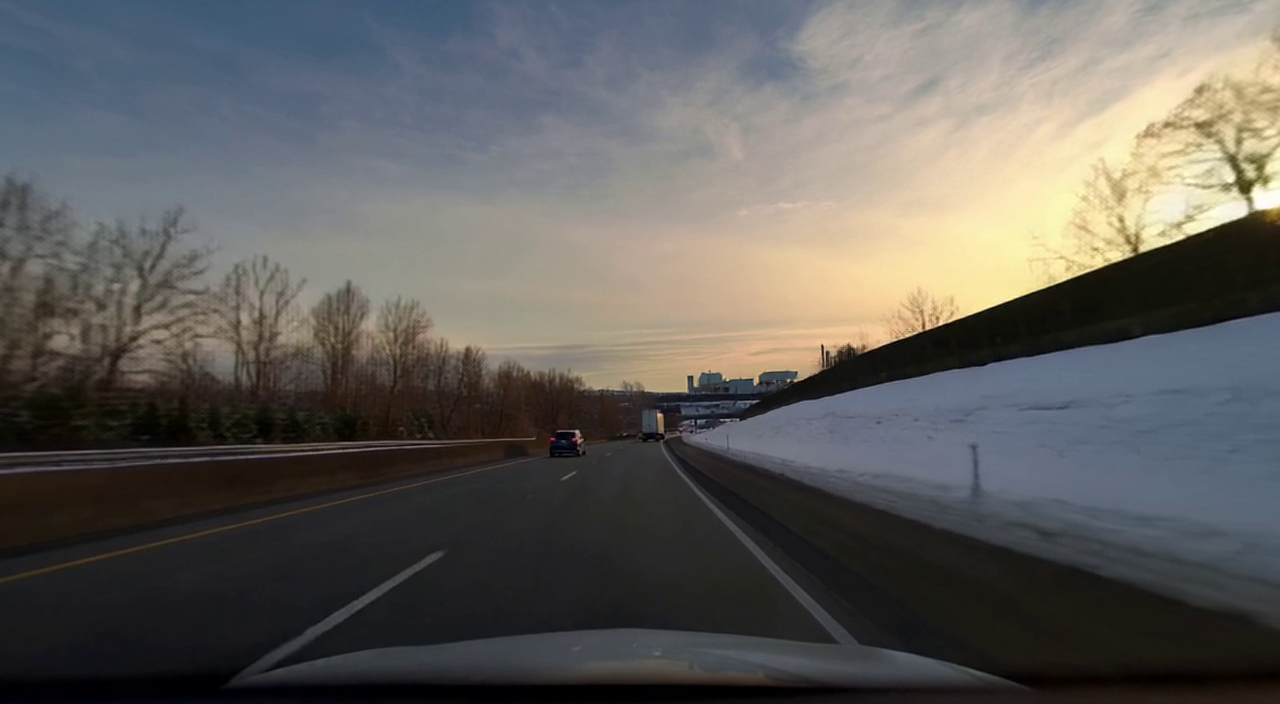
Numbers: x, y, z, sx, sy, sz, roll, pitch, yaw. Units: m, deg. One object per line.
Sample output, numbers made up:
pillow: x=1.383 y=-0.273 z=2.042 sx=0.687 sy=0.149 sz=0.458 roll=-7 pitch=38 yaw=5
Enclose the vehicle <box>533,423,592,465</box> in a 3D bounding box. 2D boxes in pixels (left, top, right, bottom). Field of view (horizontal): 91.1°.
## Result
vehicle: x=-3.380 y=4.089 z=28.121 sx=2.018 sy=1.678 sz=4.312 roll=0 pitch=-8 yaw=1
